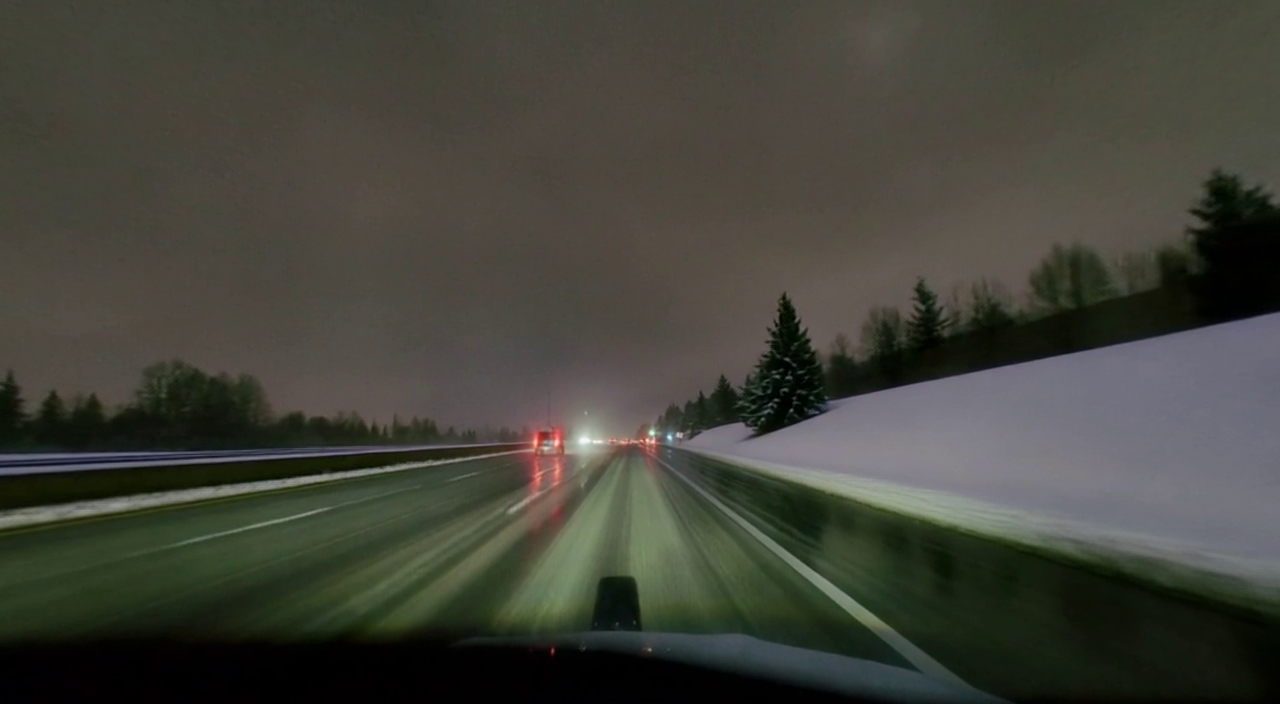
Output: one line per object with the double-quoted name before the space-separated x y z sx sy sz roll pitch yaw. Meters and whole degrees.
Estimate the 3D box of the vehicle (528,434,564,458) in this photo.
"vehicle" -7.095 7.128 47.853 2.111 1.662 4.630 0 -8 -1
